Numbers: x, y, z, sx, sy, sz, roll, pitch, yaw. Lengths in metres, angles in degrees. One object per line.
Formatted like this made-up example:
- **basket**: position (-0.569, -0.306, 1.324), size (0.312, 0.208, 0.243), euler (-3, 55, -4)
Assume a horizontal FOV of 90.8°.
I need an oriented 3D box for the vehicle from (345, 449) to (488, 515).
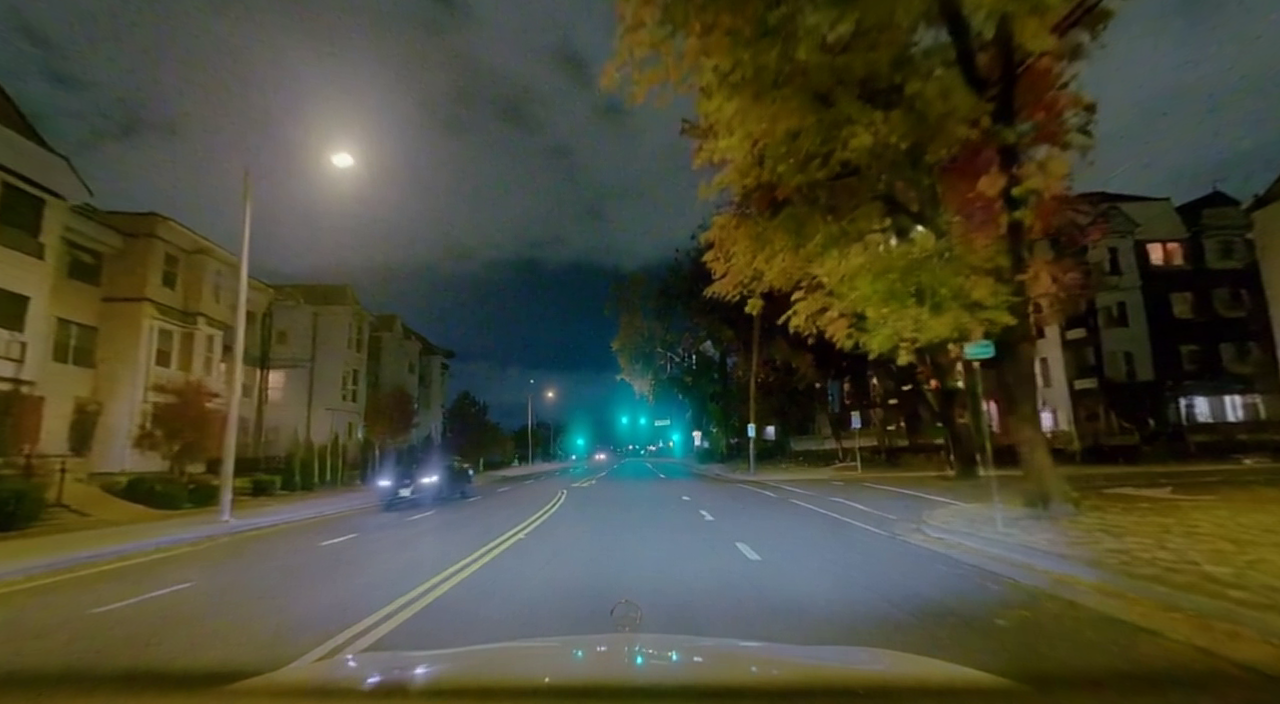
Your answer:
- **vehicle**: position (-5.747, 3.375, 16.998), size (2.243, 1.476, 4.729), euler (0, -9, -2)
